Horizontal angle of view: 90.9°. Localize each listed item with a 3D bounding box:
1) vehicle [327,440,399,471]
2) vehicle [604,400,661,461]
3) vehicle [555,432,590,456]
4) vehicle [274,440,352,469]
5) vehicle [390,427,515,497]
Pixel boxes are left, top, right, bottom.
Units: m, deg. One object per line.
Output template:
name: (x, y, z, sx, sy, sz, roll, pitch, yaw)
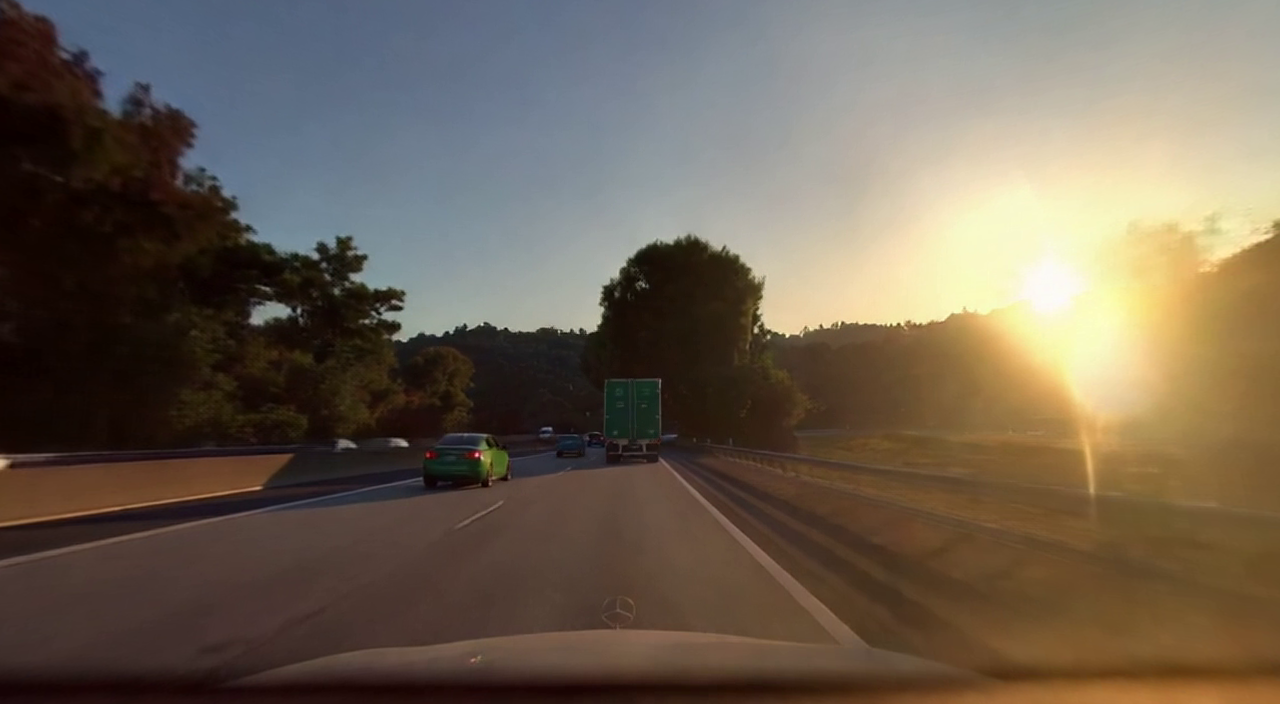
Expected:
vehicle: (-13.625, 5.079, 31.239, 1.922, 1.431, 3.659, 0, -8, 0)
vehicle: (-0.296, 3.288, 26.454, 2.319, 2.461, 1.270, 0, -8, 0)
vehicle: (-5.029, 6.954, 47.609, 2.138, 1.697, 4.587, 0, -8, 1)
vehicle: (-17.790, 5.566, 34.556, 1.847, 1.487, 4.583, 0, -8, -1)
vehicle: (-4.483, 2.667, 15.723, 1.909, 1.520, 3.897, 0, -8, 0)
